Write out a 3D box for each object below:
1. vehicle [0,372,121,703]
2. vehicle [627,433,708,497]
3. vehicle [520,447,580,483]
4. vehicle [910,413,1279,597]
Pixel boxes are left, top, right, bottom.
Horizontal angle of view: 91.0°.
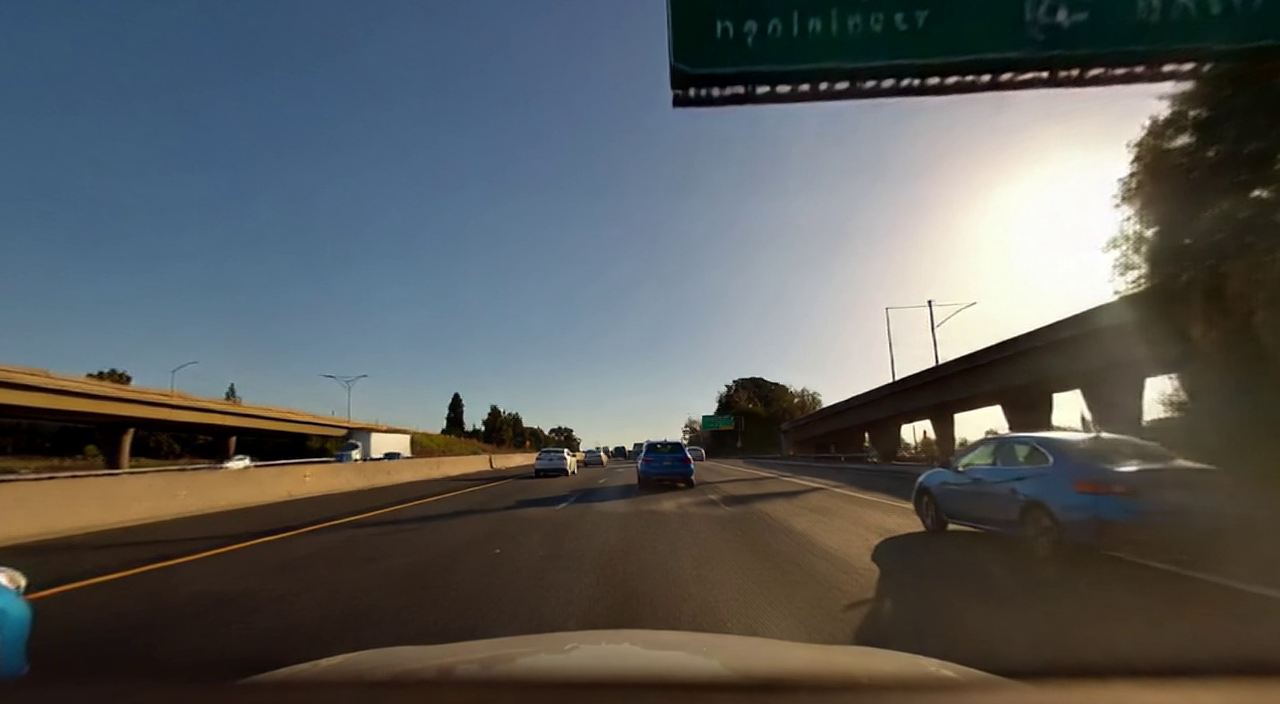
[{"bbox_3d":[-3.964,0.654,1.173,2.160,1.639,4.431,0,-9,0],"label":"vehicle"},{"bbox_3d":[0.712,3.476,19.632,2.202,1.748,4.158,0,-9,-2],"label":"vehicle"},{"bbox_3d":[-3.975,5.070,28.452,2.031,1.491,4.145,0,-9,1],"label":"vehicle"},{"bbox_3d":[5.461,1.738,7.979,2.055,1.656,4.370,0,-9,-1],"label":"vehicle"}]
